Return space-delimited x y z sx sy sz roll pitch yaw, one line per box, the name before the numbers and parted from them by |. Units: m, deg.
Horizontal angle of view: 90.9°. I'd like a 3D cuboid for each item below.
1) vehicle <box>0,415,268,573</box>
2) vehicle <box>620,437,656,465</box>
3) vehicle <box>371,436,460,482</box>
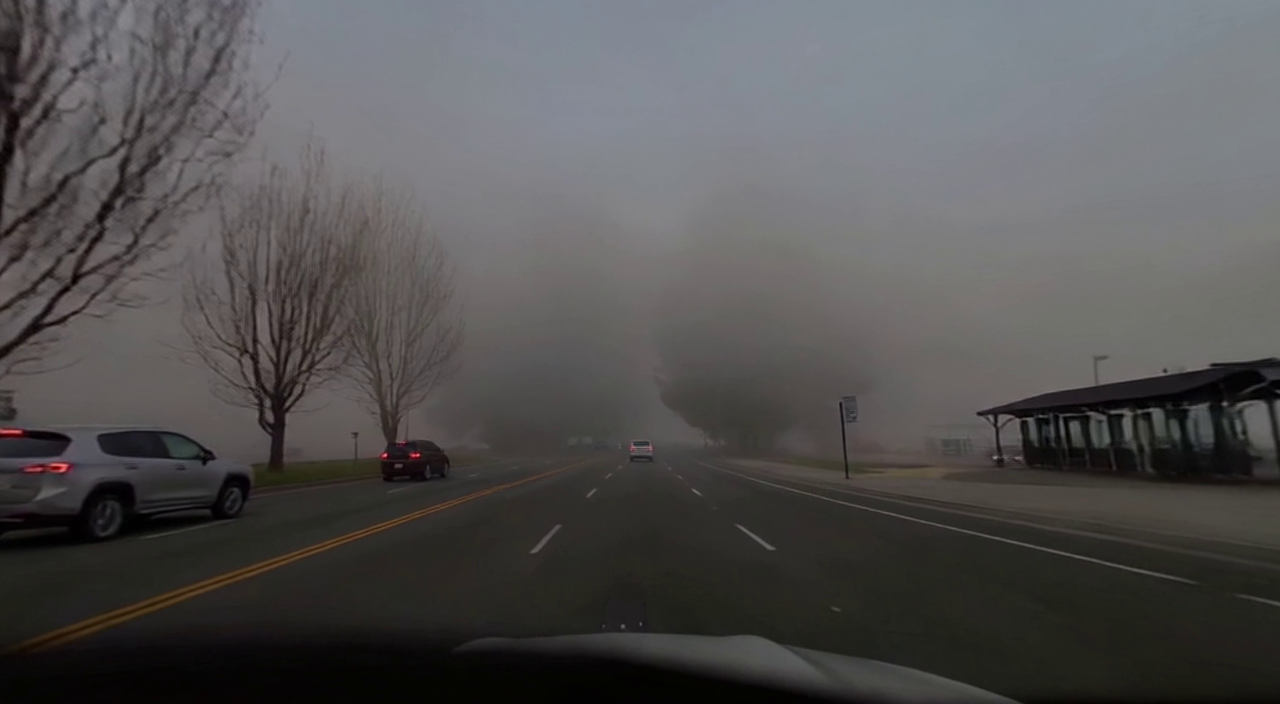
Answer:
vehicle | -8.023 1.909 9.335 2.181 1.728 4.515 0 -8 1
vehicle | -0.083 6.826 43.633 2.345 1.803 4.261 0 -8 1
vehicle | -9.434 4.521 26.978 2.097 1.782 4.682 0 -8 -1
